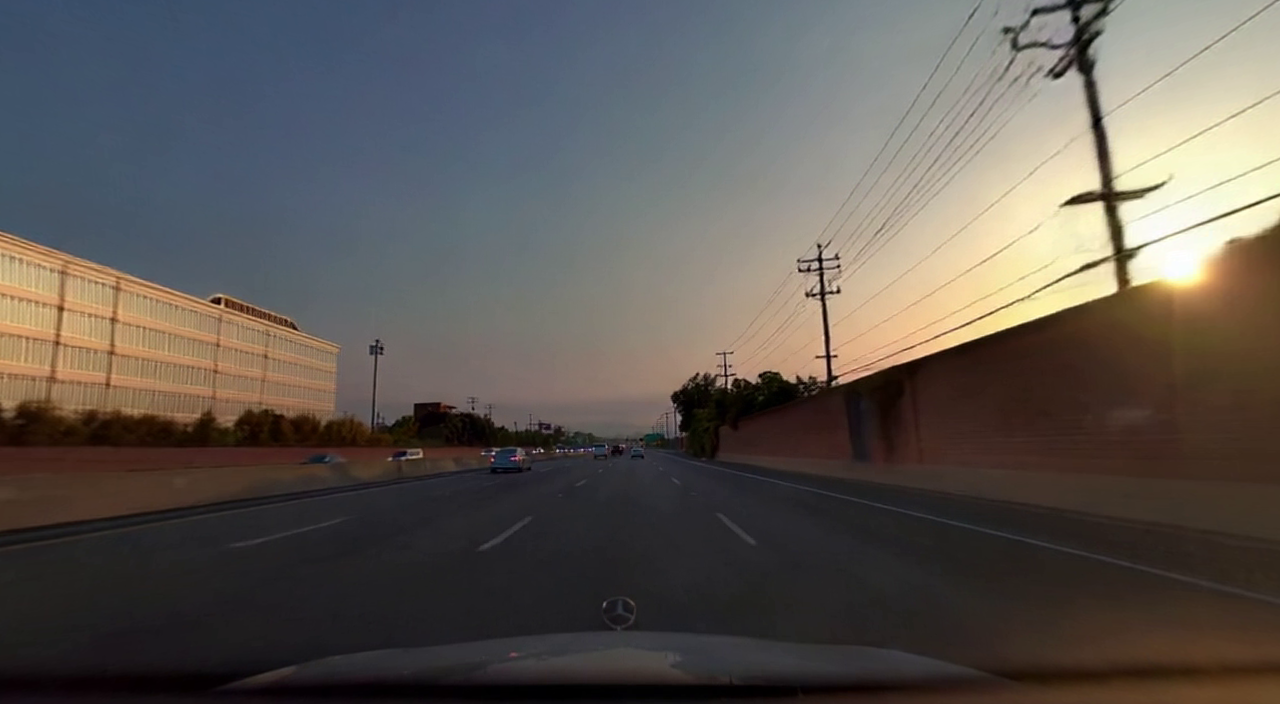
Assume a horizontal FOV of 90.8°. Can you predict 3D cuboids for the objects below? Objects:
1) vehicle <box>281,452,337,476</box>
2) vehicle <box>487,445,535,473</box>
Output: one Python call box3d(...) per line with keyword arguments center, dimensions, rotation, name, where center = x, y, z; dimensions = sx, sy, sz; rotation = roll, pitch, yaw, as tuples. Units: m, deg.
box3d(center=(-25.778, 8.723, 49.399), dimensions=(1.942, 1.662, 4.631), rotation=(0, -8, -1), name="vehicle")
box3d(center=(-7.725, 6.402, 38.149), dimensions=(2.013, 1.574, 3.923), rotation=(0, -8, 0), name="vehicle")
